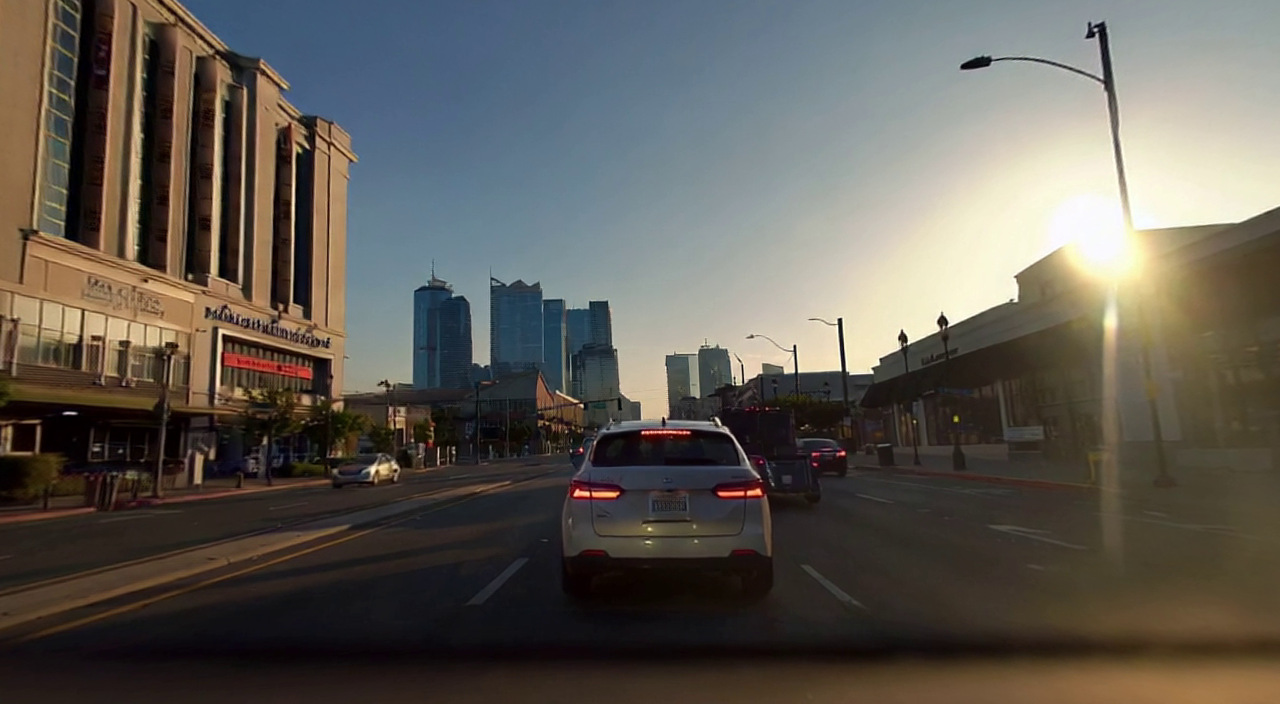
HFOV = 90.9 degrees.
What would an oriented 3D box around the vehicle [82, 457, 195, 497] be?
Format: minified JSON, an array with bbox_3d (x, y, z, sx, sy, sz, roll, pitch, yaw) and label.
[{"bbox_3d":[-25.865,6.412,32.803,2.026,1.808,4.835,0,-8,-2],"label":"vehicle"}]

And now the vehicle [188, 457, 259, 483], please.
[{"bbox_3d":[-27.888,7.884,42.377,1.861,1.578,4.152,0,-8,1],"label":"vehicle"}]

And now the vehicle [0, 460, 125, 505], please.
[{"bbox_3d":[-23.983,5.201,25.291,4.608,1.659,1.981,2,-9,-16],"label":"vehicle"}]

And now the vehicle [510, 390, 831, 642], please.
[{"bbox_3d":[0.205,1.380,6.220,2.125,1.669,3.880,0,-8,0],"label":"vehicle"}]

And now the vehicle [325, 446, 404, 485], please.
[{"bbox_3d":[-13.062,5.376,30.222,1.965,1.695,4.284,0,-8,-2],"label":"vehicle"}]
